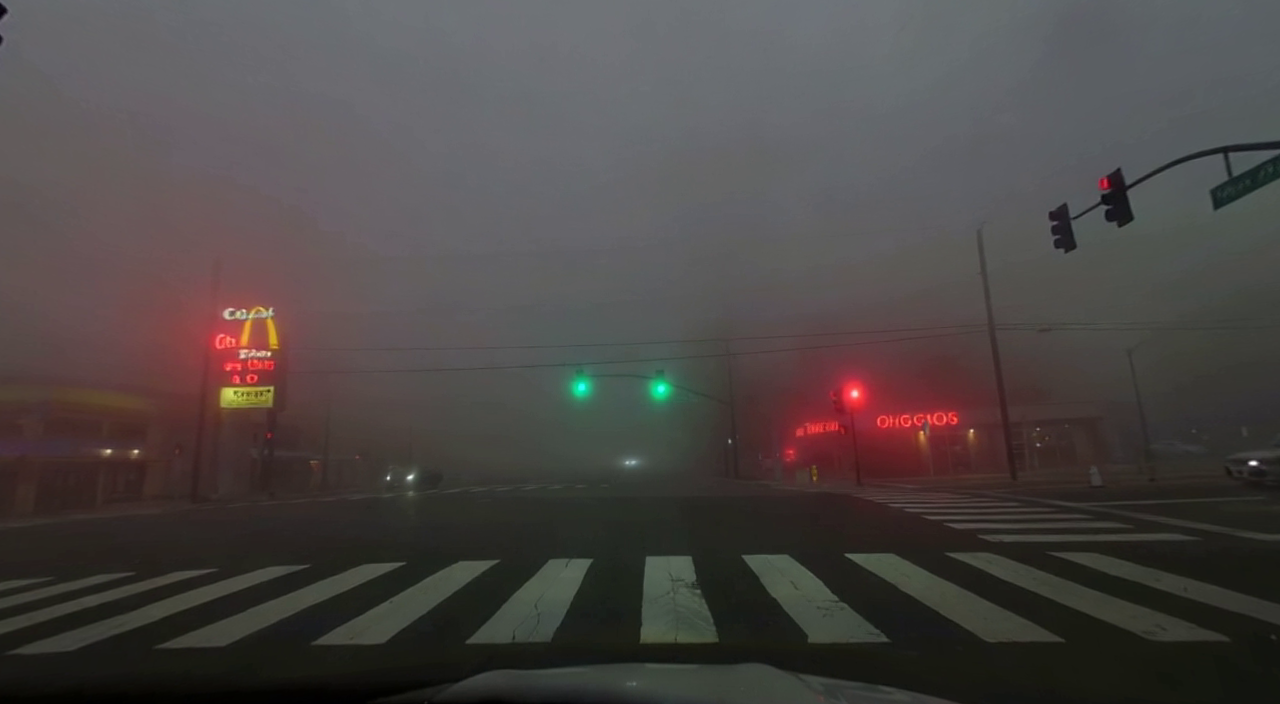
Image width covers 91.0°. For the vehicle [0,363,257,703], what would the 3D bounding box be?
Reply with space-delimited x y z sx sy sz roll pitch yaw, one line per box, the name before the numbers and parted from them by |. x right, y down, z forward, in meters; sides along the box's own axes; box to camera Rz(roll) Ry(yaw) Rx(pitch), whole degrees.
vehicle | -3.410 0.739 1.412 2.081 1.644 4.523 0 -9 3

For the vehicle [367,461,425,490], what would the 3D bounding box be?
vehicle | -19.210 9.708 49.826 2.227 2.033 5.614 0 -9 1

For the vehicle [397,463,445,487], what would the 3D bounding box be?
vehicle | -15.742 8.827 45.417 1.931 1.471 4.152 0 -9 1
